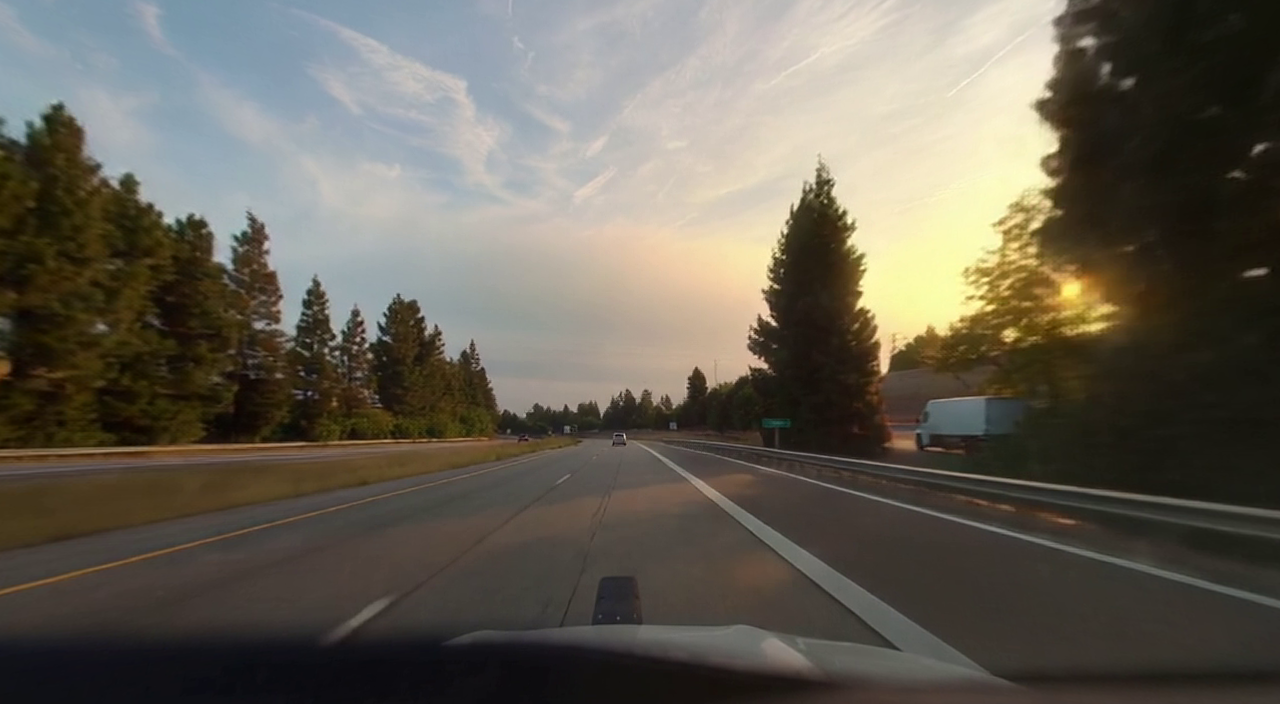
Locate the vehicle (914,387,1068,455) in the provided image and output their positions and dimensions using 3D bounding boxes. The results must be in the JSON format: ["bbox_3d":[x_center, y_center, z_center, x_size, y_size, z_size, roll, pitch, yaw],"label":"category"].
[{"bbox_3d":[19.861,4.045,36.556,3.983,3.410,8.148,1,-7,-2],"label":"vehicle"}]
